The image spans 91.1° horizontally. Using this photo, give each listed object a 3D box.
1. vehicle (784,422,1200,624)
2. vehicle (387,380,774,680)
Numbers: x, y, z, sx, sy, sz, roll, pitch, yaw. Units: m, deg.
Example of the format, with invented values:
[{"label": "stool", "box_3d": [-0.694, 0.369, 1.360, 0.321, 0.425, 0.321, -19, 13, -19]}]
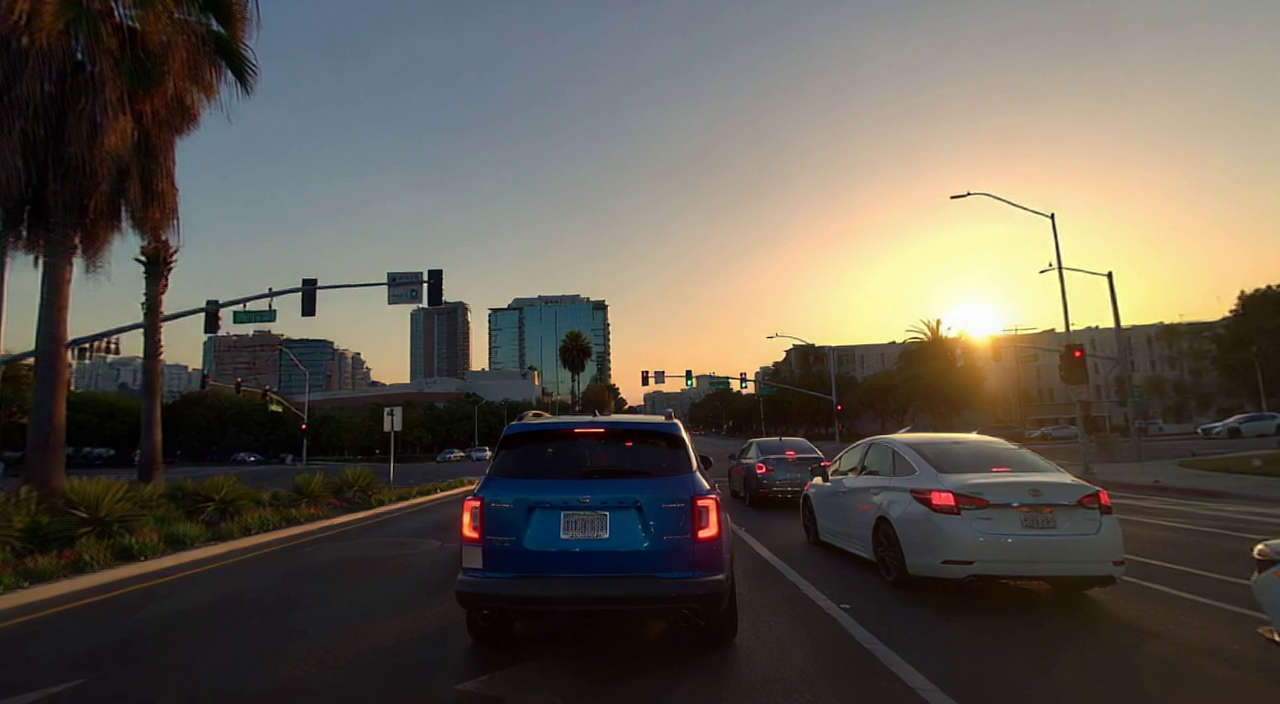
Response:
[{"label": "vehicle", "box_3d": [3.118, 1.596, 6.931, 1.971, 1.473, 4.495, 0, -8, 0]}, {"label": "vehicle", "box_3d": [-0.340, 1.306, 5.656, 2.172, 1.694, 4.055, 0, -8, 0]}]
